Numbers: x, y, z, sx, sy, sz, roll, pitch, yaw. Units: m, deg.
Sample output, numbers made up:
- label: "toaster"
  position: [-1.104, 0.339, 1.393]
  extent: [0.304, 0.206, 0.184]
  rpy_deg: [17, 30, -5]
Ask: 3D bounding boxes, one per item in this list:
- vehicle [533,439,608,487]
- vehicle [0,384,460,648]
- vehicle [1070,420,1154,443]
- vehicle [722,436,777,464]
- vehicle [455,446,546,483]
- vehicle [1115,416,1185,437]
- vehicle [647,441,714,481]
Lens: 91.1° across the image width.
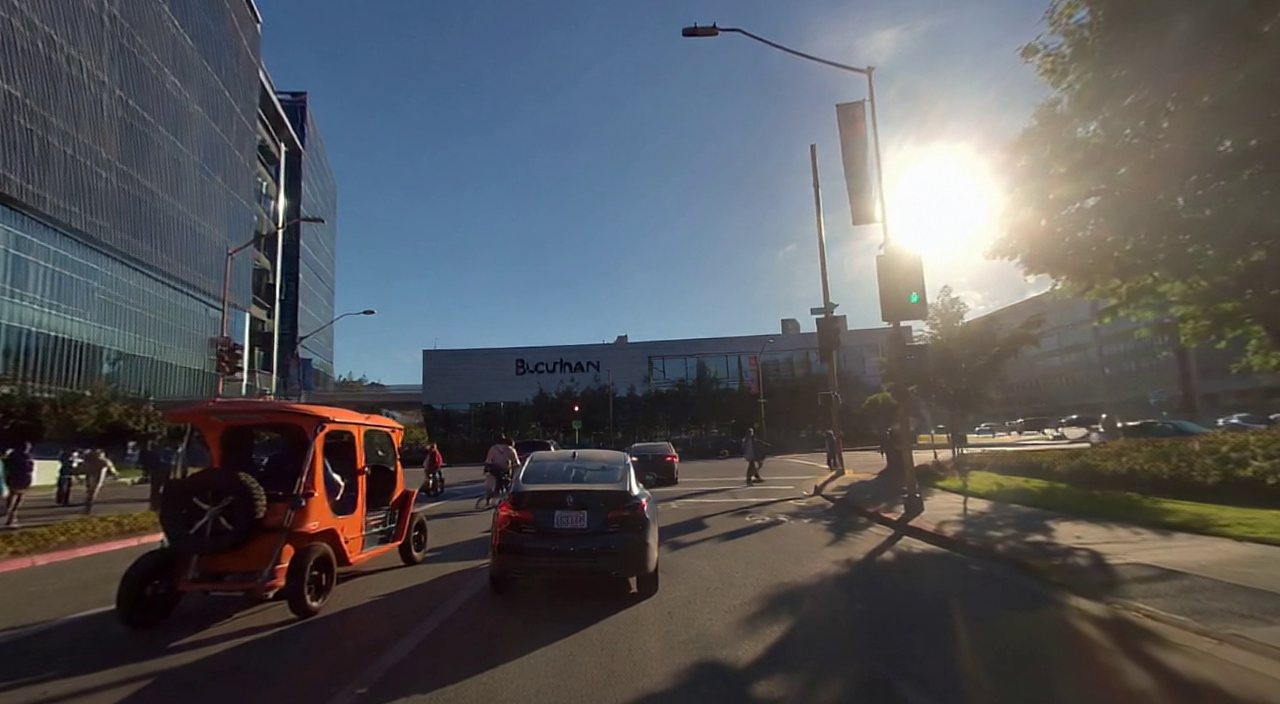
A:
- label: "vehicle"
  position: [-2.513, 4.152, 23.780]
  extent: [1.935, 1.615, 4.073]
  rpy_deg: [-1, -8, 7]
- label: "vehicle"
  position: [-3.581, 1.457, 6.611]
  extent: [2.000, 1.809, 4.405]
  rpy_deg: [0, -8, 1]
- label: "vehicle"
  position: [30.641, 5.192, 40.811]
  extent: [1.751, 1.420, 4.027]
  rpy_deg: [8, -12, -42]
- label: "vehicle"
  position: [6.944, 6.143, 39.572]
  extent: [2.082, 1.671, 3.992]
  rpy_deg: [-5, -10, 30]
- label: "vehicle"
  position: [-6.116, 4.998, 28.262]
  extent: [2.018, 1.491, 4.795]
  rpy_deg: [-2, -9, 14]
- label: "vehicle"
  position: [36.764, 5.409, 45.317]
  extent: [1.625, 1.449, 3.557]
  rpy_deg: [6, -11, -38]
- label: "vehicle"
  position: [1.735, 4.398, 25.701]
  extent: [2.025, 1.458, 4.085]
  rpy_deg: [-2, -9, 14]
